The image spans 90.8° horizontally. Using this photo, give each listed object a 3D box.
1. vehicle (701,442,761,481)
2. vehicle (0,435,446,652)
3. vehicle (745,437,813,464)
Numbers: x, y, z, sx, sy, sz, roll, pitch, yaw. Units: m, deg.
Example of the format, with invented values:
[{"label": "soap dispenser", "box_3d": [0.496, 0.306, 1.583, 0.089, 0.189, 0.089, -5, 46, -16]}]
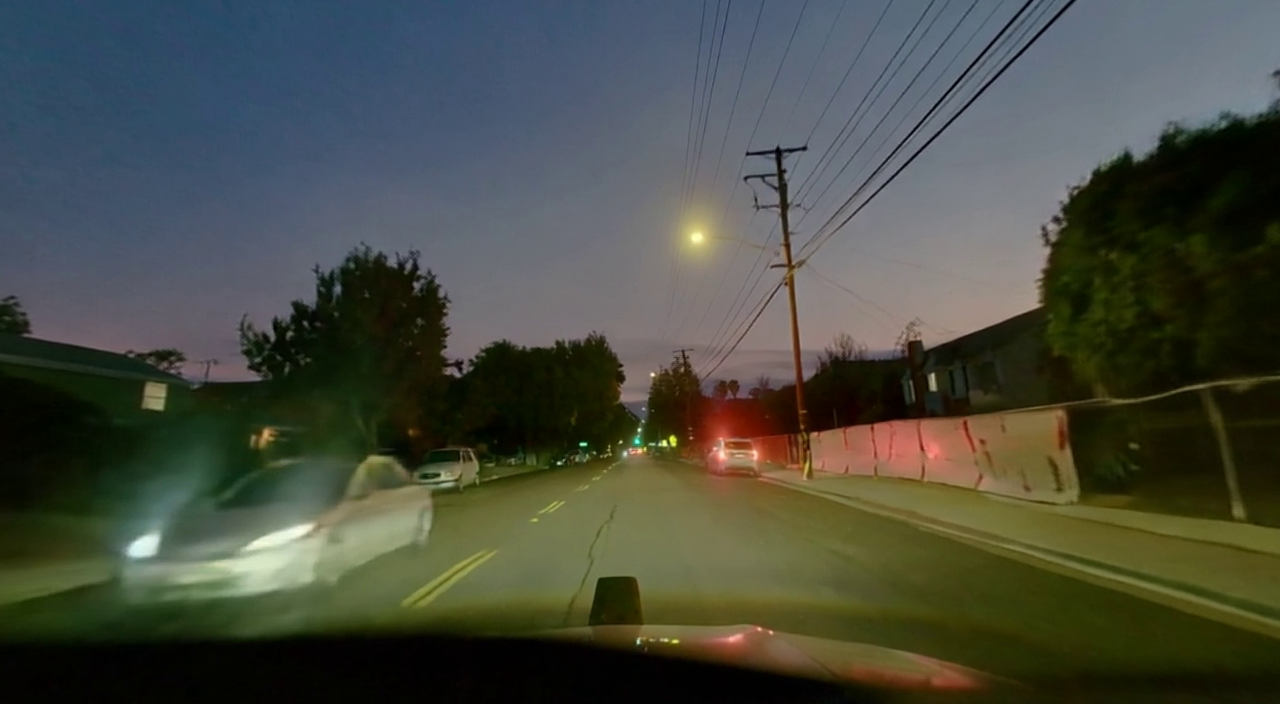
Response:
[{"label": "vehicle", "box_3d": [3.855, 4.716, 27.429, 1.902, 1.542, 4.099, 0, -9, -2]}, {"label": "vehicle", "box_3d": [-3.886, 1.798, 7.075, 2.068, 1.543, 4.523, -2, -9, -1]}, {"label": "vehicle", "box_3d": [9.989, 7.122, 45.647, 4.399, 1.884, 2.071, 0, -10, -2]}]
